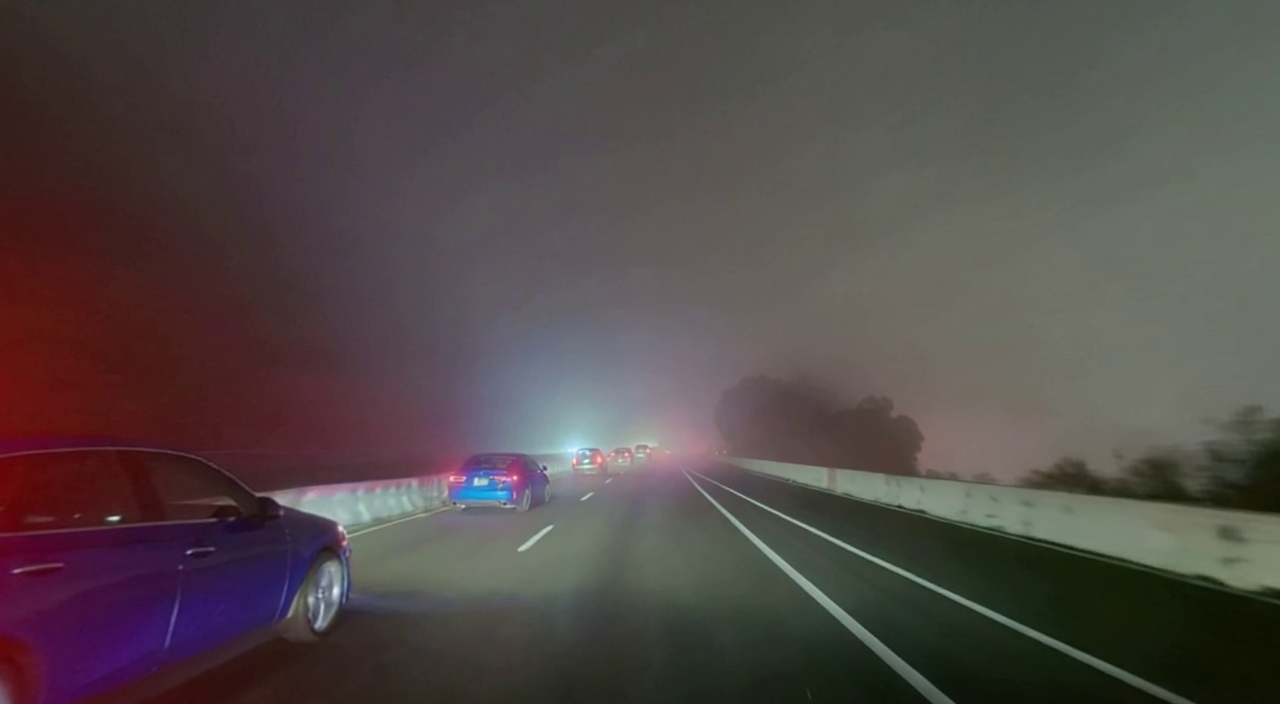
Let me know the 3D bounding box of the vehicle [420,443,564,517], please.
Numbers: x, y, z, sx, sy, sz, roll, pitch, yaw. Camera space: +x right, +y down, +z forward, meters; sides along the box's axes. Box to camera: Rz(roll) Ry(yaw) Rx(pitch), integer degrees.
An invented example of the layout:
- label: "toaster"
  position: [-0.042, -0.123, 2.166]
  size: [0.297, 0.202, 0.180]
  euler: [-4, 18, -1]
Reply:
- label: "vehicle"
  position: [-2.957, 2.665, 13.573]
  size: [2.061, 1.330, 3.928]
  euler: [0, -9, 1]

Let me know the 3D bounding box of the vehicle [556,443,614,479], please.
- label: "vehicle"
  position: [-2.368, 4.855, 28.224]
  size: [2.094, 1.480, 4.124]
  euler: [0, -9, 2]
